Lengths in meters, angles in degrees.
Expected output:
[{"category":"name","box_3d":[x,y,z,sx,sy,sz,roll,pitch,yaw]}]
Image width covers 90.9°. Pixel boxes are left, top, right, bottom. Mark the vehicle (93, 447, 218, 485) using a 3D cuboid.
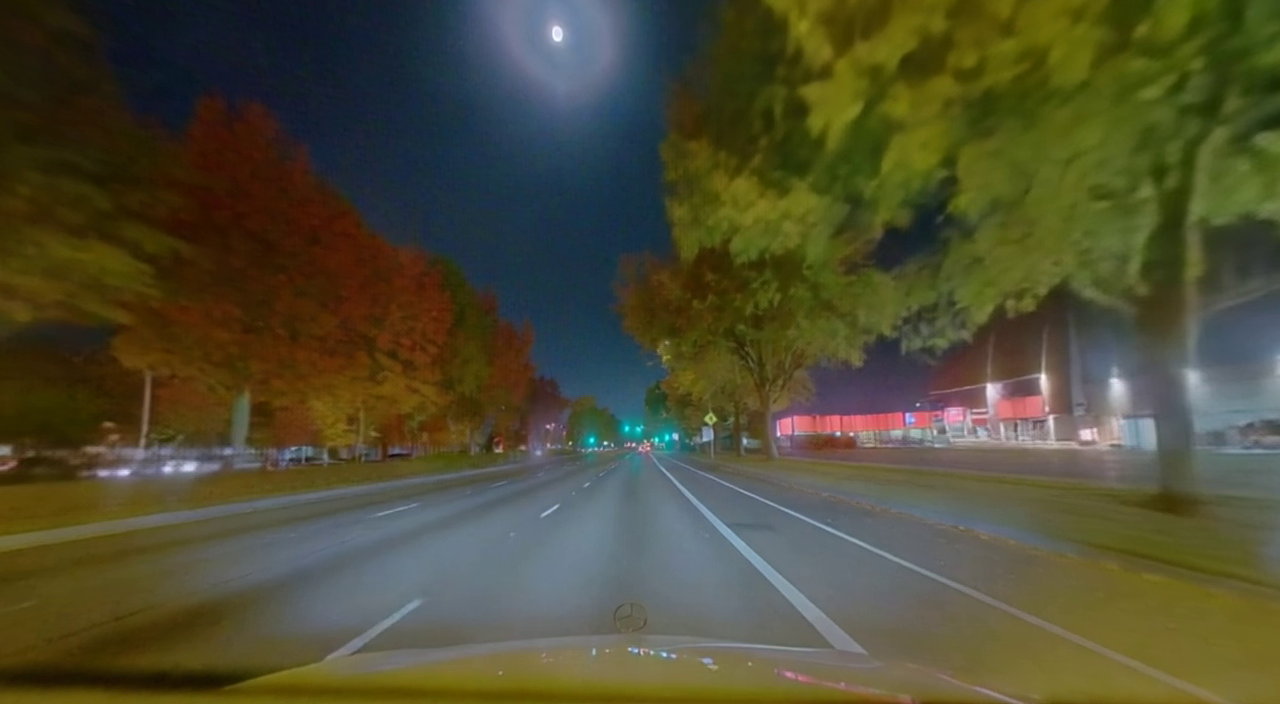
[{"category":"vehicle","box_3d":[-27.157,6.376,35.720,2.400,1.926,5.817,0,-9,1]}]
